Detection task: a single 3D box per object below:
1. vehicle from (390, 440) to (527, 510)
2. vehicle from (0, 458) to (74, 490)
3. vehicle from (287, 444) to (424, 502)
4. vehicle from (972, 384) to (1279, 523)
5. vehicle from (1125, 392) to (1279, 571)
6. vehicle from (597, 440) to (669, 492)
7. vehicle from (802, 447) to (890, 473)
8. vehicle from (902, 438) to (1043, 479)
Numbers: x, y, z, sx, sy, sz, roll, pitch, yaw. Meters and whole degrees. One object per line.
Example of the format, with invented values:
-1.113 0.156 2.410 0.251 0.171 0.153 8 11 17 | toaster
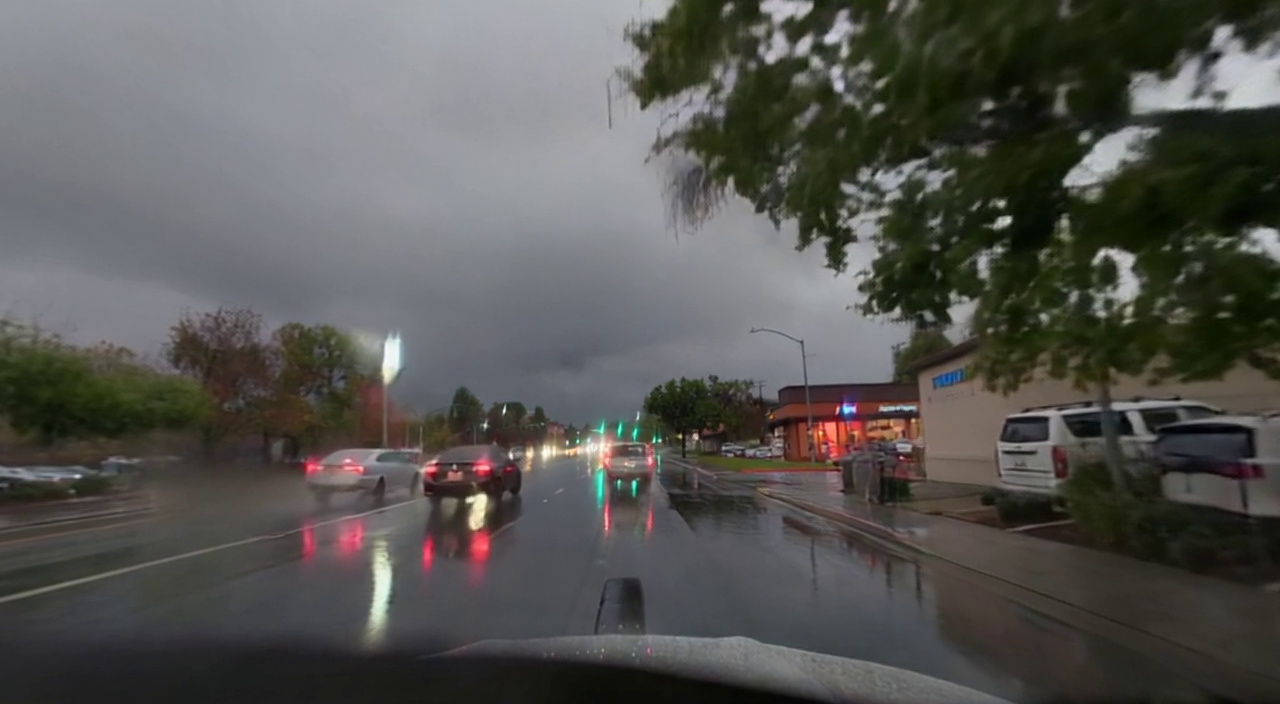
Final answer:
-4.281 2.975 15.833 1.973 1.456 4.850 0 -9 0 | vehicle
-37.124 7.151 37.187 5.392 1.755 2.213 0 -9 1 | vehicle
-7.969 3.409 18.233 2.009 1.470 4.179 0 -9 0 | vehicle
9.076 1.663 10.733 5.518 1.898 2.188 -3 -9 -1 | vehicle
8.992 1.223 6.990 5.543 1.743 2.232 -3 -9 -7 | vehicle
-0.272 3.577 20.124 2.061 1.469 3.954 0 -9 -2 | vehicle
13.226 6.950 40.744 4.877 1.603 2.197 0 -9 1 | vehicle
13.099 4.190 25.005 4.619 1.523 1.873 1 -9 -9 | vehicle
